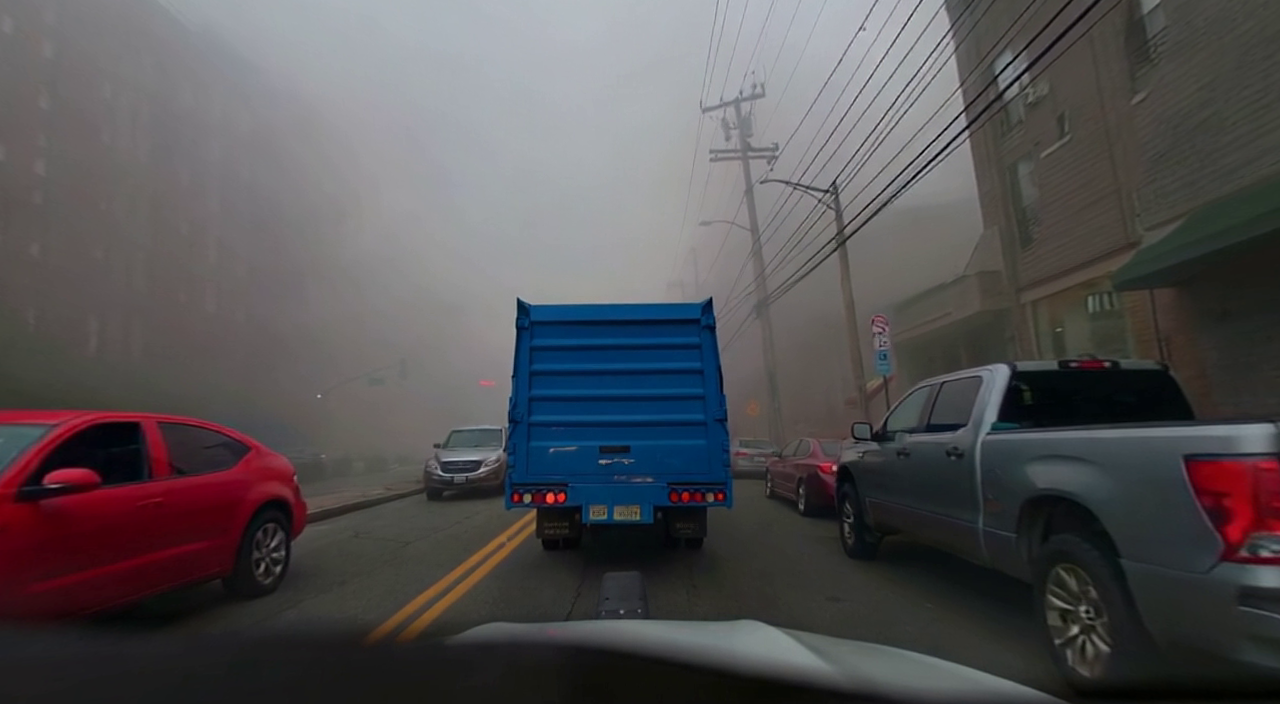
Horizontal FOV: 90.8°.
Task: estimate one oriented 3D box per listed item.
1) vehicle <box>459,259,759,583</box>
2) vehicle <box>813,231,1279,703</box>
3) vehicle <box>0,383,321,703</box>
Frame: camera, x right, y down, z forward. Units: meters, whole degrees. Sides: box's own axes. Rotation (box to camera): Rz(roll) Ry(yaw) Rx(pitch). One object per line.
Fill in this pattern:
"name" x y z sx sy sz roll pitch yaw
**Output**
"vehicle" -0.258 1.231 10.367 2.878 3.204 8.244 0 -8 1
"vehicle" 3.239 0.966 4.911 2.242 1.979 5.722 0 -8 1
"vehicle" -4.122 1.101 3.820 1.988 1.657 4.492 0 -8 1
